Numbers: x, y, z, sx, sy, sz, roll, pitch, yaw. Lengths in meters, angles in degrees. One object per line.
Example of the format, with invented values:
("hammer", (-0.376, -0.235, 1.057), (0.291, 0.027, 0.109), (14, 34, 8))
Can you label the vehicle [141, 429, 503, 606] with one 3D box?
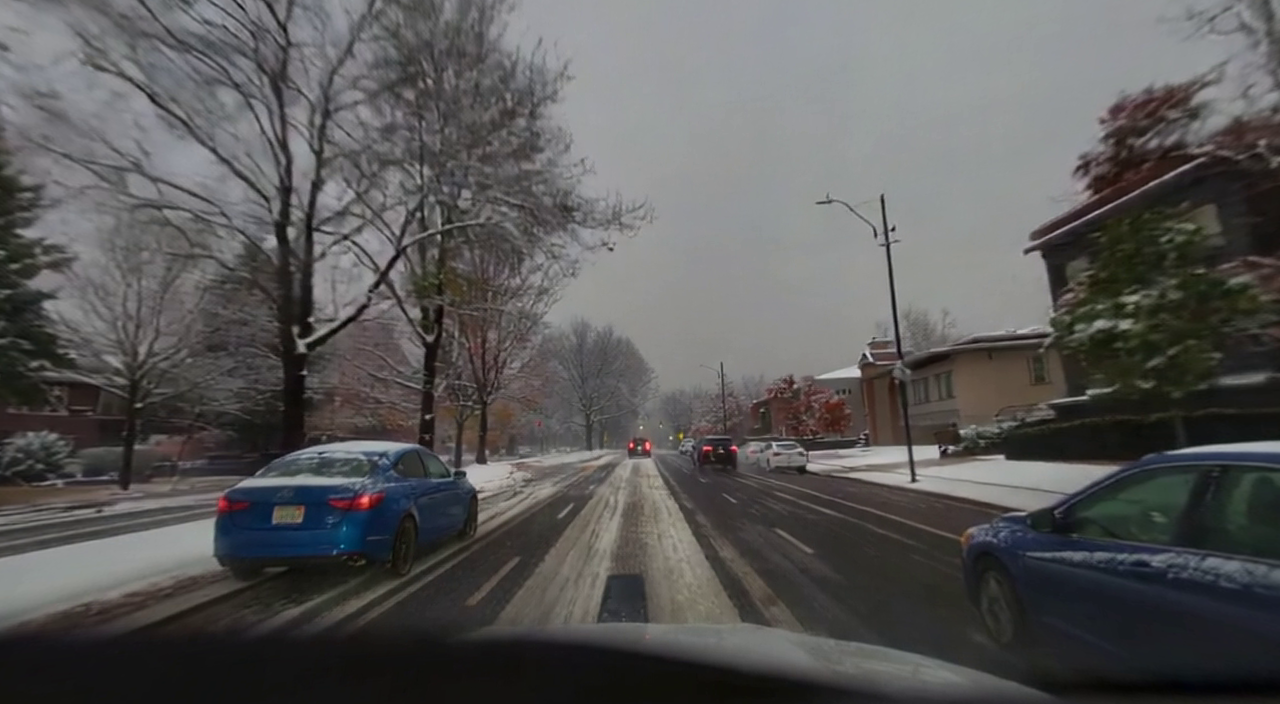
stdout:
("vehicle", (-3.205, 1.736, 7.664), (1.997, 1.479, 4.547), (0, -8, 1))

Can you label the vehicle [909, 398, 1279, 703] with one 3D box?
("vehicle", (3.206, 0.990, 2.757), (2.060, 1.474, 4.475), (0, -8, 0))

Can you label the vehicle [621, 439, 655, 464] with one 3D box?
("vehicle", (-0.144, 7.052, 44.834), (2.293, 1.662, 4.262), (0, -8, 0))

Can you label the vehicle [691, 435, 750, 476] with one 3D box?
("vehicle", (3.575, 4.682, 28.706), (2.019, 1.675, 4.488), (0, -8, -1))

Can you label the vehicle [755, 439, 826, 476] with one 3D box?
("vehicle", (7.103, 5.023, 30.195), (2.114, 1.628, 4.932), (0, -8, -1))
